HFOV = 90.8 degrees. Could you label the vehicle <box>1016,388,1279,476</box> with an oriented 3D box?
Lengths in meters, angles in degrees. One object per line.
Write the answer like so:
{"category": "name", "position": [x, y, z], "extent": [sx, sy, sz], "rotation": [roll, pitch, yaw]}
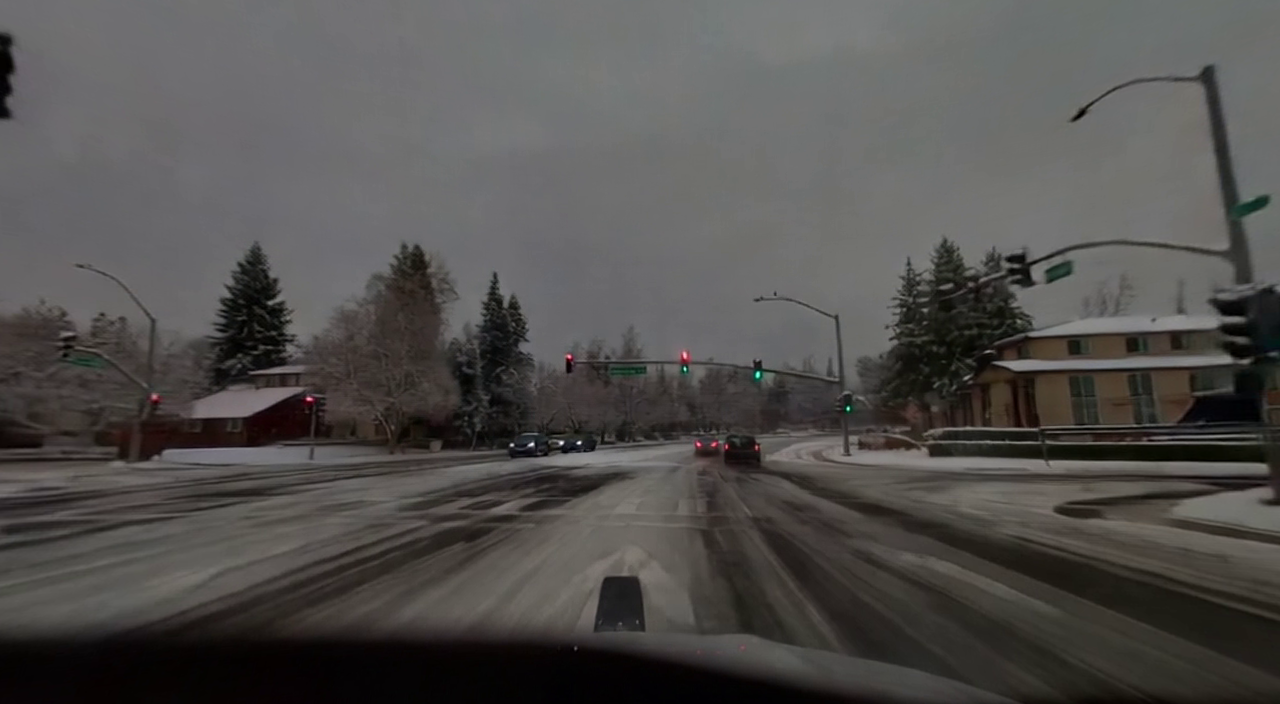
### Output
{"category": "vehicle", "position": [23.465, 3.424, 26.712], "extent": [12.701, 3.428, 3.061], "rotation": [-1, -9, 5]}

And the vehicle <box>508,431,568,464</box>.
{"category": "vehicle", "position": [-6.278, 5.977, 39.416], "extent": [2.296, 1.798, 5.303], "rotation": [-5, -9, 6]}

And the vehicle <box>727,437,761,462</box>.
{"category": "vehicle", "position": [7.487, 6.989, 45.389], "extent": [2.255, 1.708, 4.328], "rotation": [-2, -9, 9]}

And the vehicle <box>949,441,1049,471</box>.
{"category": "vehicle", "position": [20.041, 5.771, 35.353], "extent": [4.580, 1.557, 2.023], "rotation": [-6, -11, 35]}
